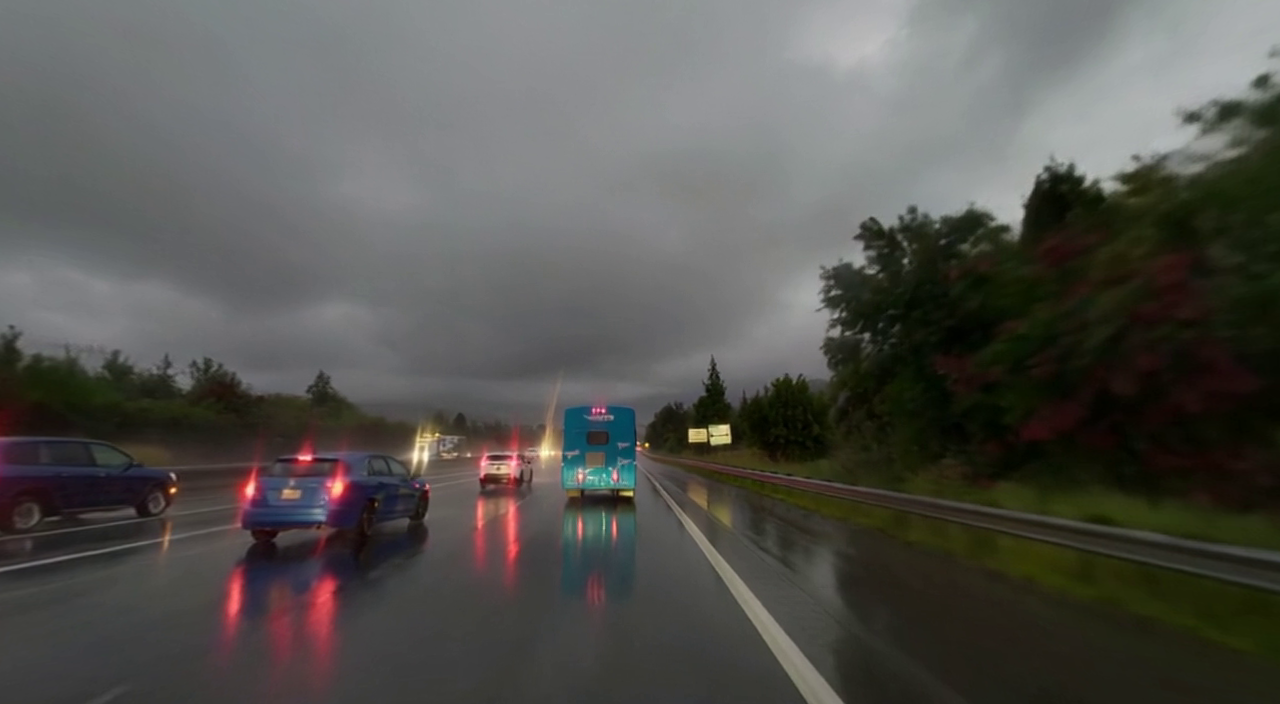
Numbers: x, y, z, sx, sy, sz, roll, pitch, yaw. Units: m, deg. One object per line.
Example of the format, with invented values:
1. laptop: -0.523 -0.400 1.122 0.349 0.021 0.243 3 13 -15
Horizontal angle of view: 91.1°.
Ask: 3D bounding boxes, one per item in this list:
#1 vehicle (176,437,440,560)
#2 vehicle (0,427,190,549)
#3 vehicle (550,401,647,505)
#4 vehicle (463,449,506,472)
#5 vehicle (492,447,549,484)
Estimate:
1. vehicle: -4.658 2.083 9.660 1.876 1.438 4.072 0 -9 -1
2. vehicle: -9.682 2.067 9.924 2.010 1.621 4.252 0 -9 -1
3. vehicle: -1.105 2.899 18.294 2.394 2.556 5.232 0 -9 -2
4. vehicle: -10.339 7.229 42.160 1.886 1.462 4.084 0 -9 -1
5. vehicle: -5.152 4.922 27.602 1.872 1.480 3.545 0 -9 -1
